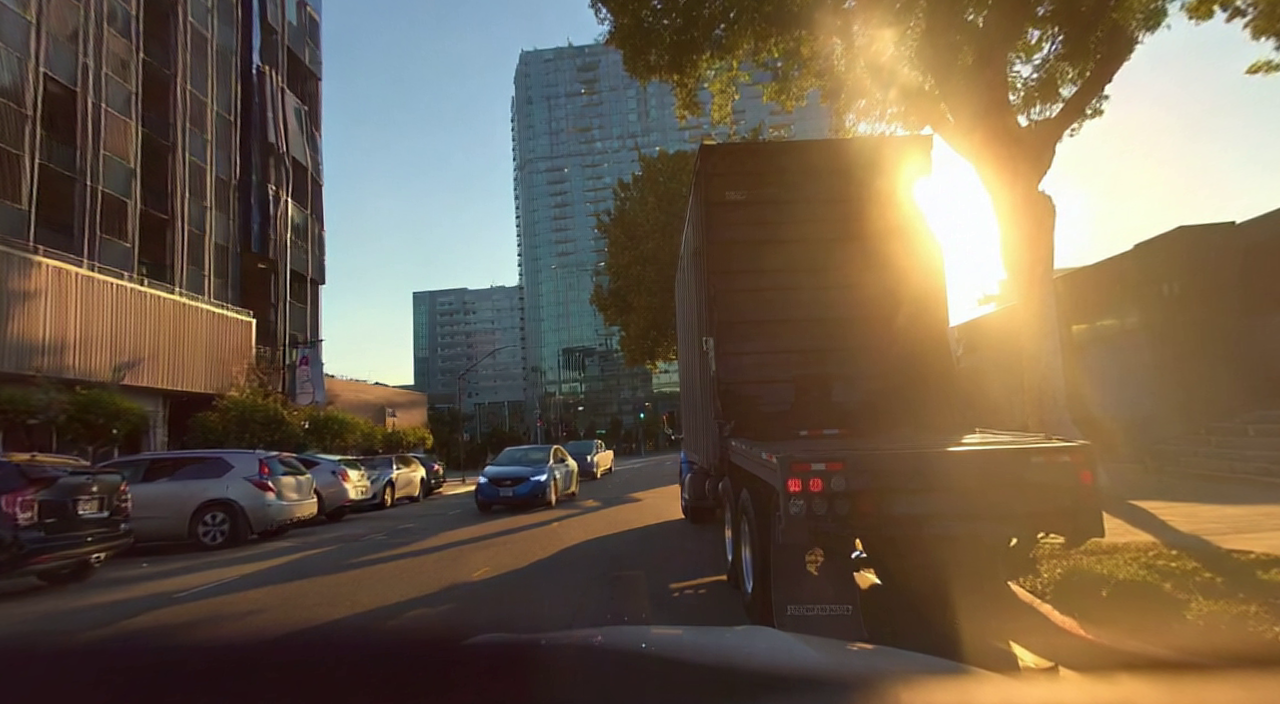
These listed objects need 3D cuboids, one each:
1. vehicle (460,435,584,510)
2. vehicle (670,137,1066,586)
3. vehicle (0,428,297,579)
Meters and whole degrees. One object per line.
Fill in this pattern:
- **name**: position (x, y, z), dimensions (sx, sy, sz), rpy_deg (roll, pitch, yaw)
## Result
- **vehicle**: position (-2.658, 2.832, 15.337), dimensions (2.183, 1.563, 4.257), rpy_deg (0, -8, 0)
- **vehicle**: position (2.534, 0.833, 11.457), dimensions (3.320, 4.034, 11.553), rpy_deg (-1, -8, 6)
- **vehicle**: position (-8.153, 2.087, 9.234), dimensions (5.022, 1.872, 2.137), rpy_deg (7, -11, -41)
